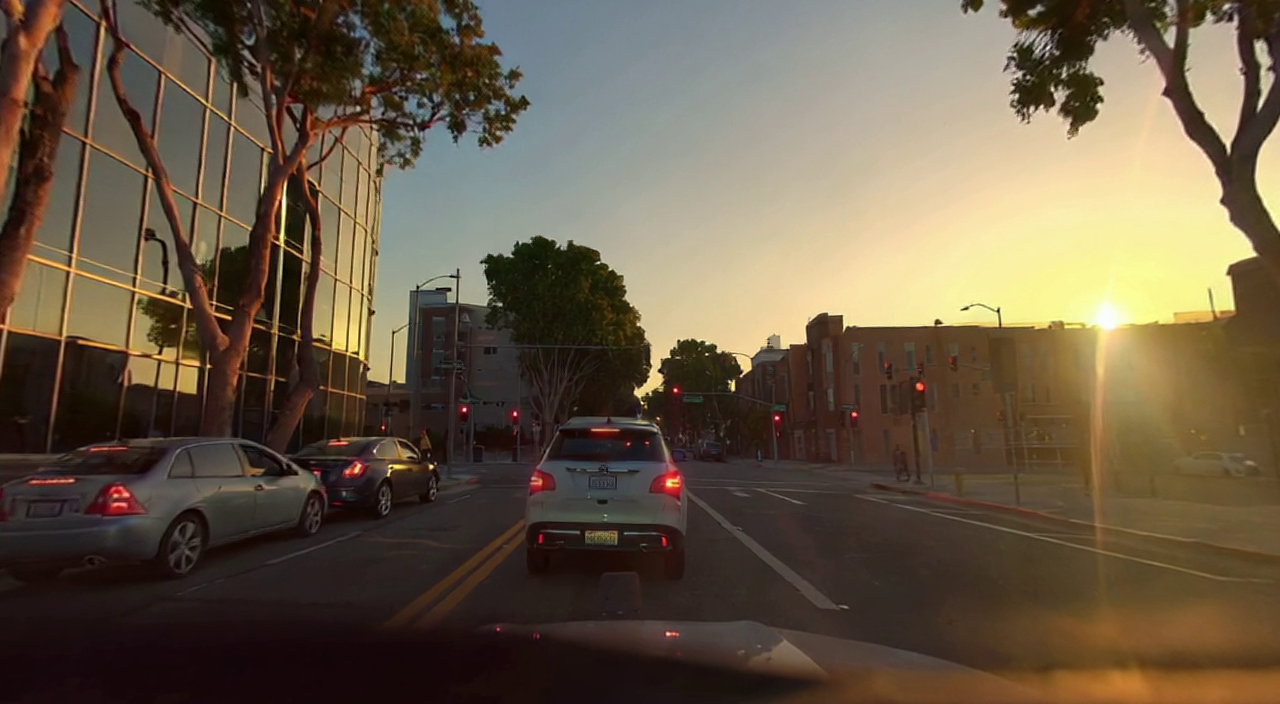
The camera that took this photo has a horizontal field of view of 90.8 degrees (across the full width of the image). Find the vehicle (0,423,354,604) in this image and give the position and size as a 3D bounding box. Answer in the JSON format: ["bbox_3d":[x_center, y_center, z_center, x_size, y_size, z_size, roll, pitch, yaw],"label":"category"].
[{"bbox_3d":[-5.745,1.864,8.284,1.904,1.684,4.529,0,-9,-1],"label":"vehicle"}]

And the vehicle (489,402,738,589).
[{"bbox_3d":[-0.230,1.600,7.782,2.258,1.687,3.934,0,-9,0],"label":"vehicle"}]

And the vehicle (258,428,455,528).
[{"bbox_3d":[-5.876,2.658,13.965,2.077,1.791,4.751,0,-9,1],"label":"vehicle"}]
